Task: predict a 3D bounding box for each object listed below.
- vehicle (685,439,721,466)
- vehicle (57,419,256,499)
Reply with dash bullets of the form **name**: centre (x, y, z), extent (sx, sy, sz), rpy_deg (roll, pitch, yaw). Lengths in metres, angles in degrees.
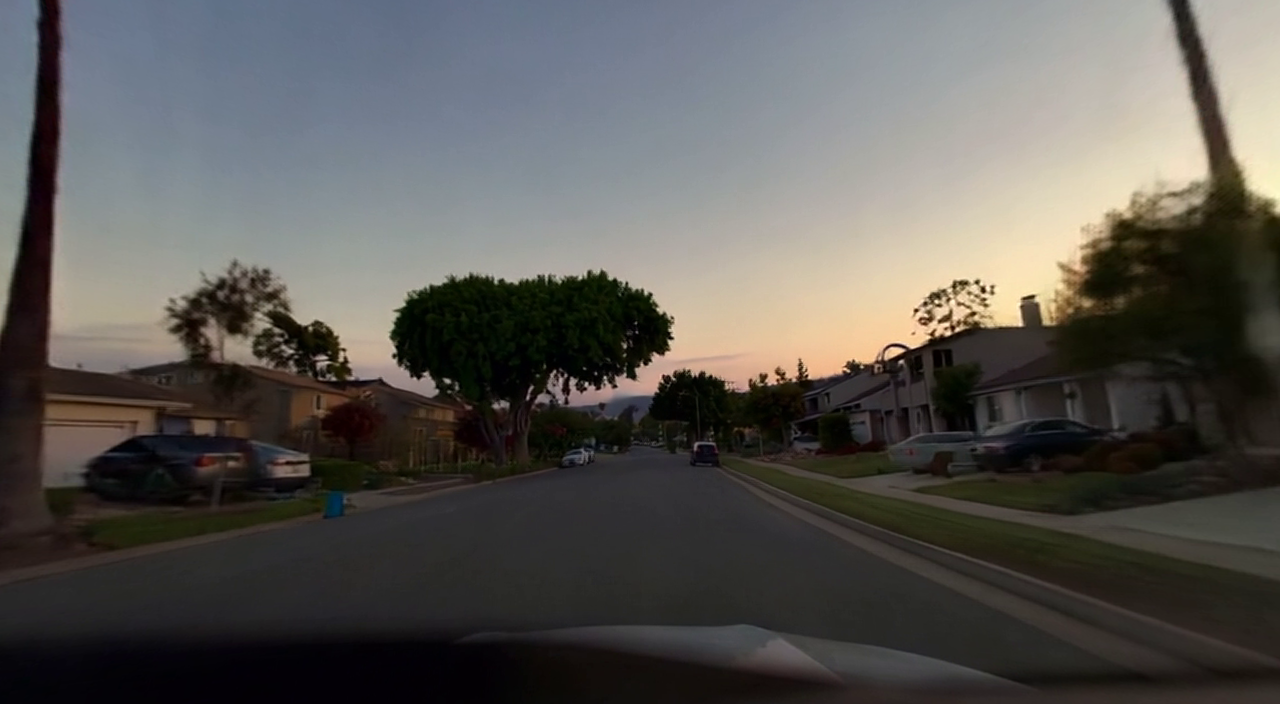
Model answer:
- **vehicle**: centre (4.328, 7.000, 43.871), extent (2.176, 1.762, 4.622), rpy_deg (0, -8, 1)
- **vehicle**: centre (-13.846, 3.146, 18.289), extent (3.918, 1.719, 1.988), rpy_deg (-2, -21, -3)
